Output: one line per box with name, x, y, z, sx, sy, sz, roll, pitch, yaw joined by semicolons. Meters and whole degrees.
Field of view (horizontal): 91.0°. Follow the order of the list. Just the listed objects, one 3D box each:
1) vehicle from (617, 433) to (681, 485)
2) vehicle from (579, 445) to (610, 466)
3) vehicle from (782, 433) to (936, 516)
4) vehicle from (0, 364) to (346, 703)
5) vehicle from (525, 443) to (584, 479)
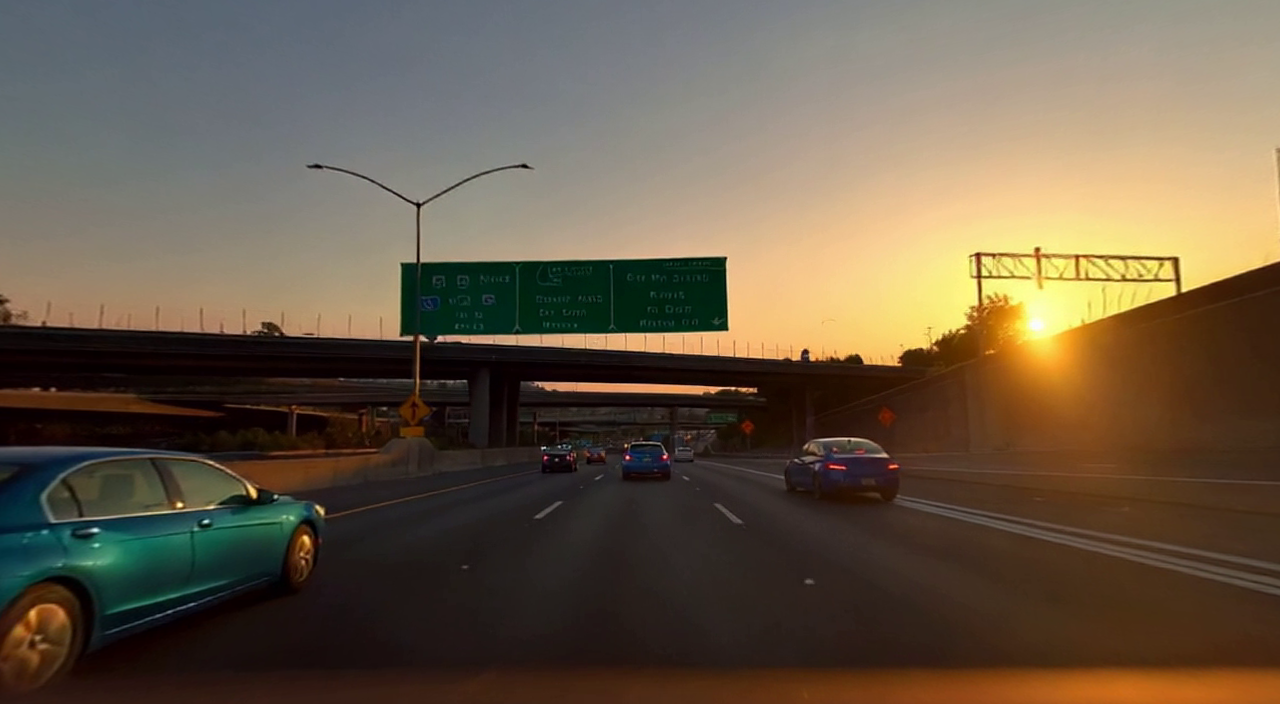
vehicle;0.320;3.988;23.660;2.202;1.748;4.158;0;-8;0
vehicle;-3.403;7.897;48.089;1.969;1.480;4.077;0;-9;1
vehicle;4.957;2.822;15.036;2.055;1.656;4.370;0;-9;-1
vehicle;-3.913;1.013;3.712;2.160;1.639;4.431;0;-9;1
vehicle;-3.807;4.930;28.755;2.031;1.491;4.145;0;-9;1
